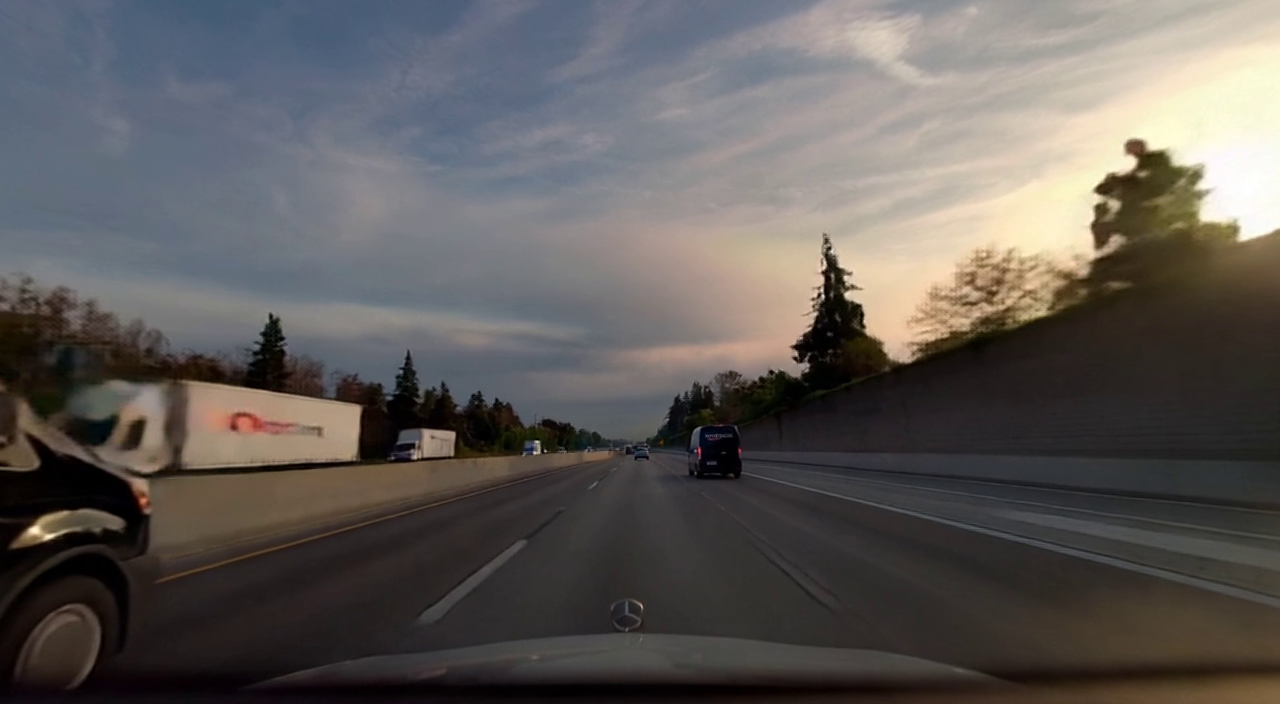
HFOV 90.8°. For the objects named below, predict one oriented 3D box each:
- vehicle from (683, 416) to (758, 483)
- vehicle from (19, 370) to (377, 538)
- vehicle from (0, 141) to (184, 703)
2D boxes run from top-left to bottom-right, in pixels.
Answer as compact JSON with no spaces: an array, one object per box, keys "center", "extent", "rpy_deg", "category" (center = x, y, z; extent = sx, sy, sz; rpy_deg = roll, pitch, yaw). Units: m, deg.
[{"center":[3.303,4.214,27.273],"extent":[2.373,2.561,5.922],"rpy_deg":[0,-9,-1],"category":"vehicle"},{"center":[-16.718,4.284,27.313],"extent":[3.415,5.033,16.486],"rpy_deg":[0,-9,1],"category":"vehicle"},{"center":[-3.740,0.092,0.158],"extent":[2.409,2.523,6.275],"rpy_deg":[0,-9,1],"category":"vehicle"}]
